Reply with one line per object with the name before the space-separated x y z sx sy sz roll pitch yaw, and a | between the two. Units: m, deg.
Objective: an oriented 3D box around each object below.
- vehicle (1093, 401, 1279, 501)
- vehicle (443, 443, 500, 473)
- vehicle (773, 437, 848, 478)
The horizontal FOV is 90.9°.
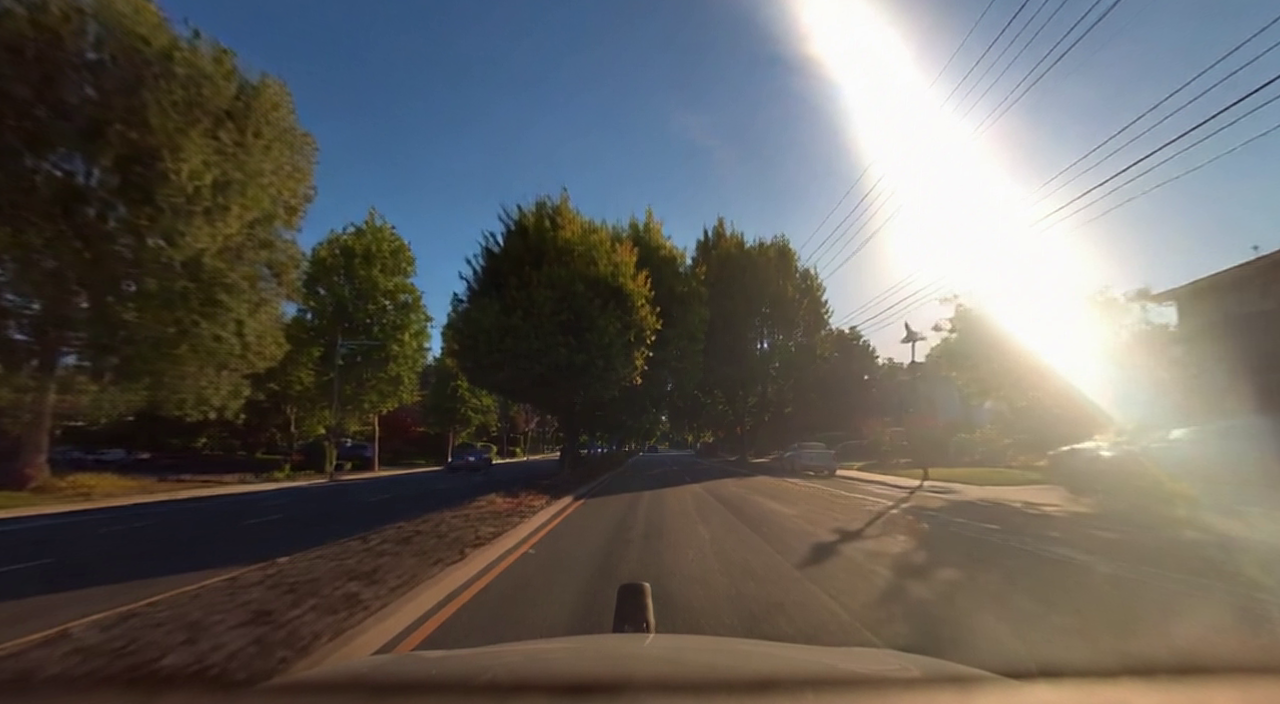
vehicle | 14.422 2.167 14.492 5.886 2.000 2.372 -4 -8 5
vehicle | -10.603 6.686 40.110 2.077 1.776 4.757 0 -8 3
vehicle | 8.009 5.001 30.139 2.200 1.783 4.682 1 -8 -1
